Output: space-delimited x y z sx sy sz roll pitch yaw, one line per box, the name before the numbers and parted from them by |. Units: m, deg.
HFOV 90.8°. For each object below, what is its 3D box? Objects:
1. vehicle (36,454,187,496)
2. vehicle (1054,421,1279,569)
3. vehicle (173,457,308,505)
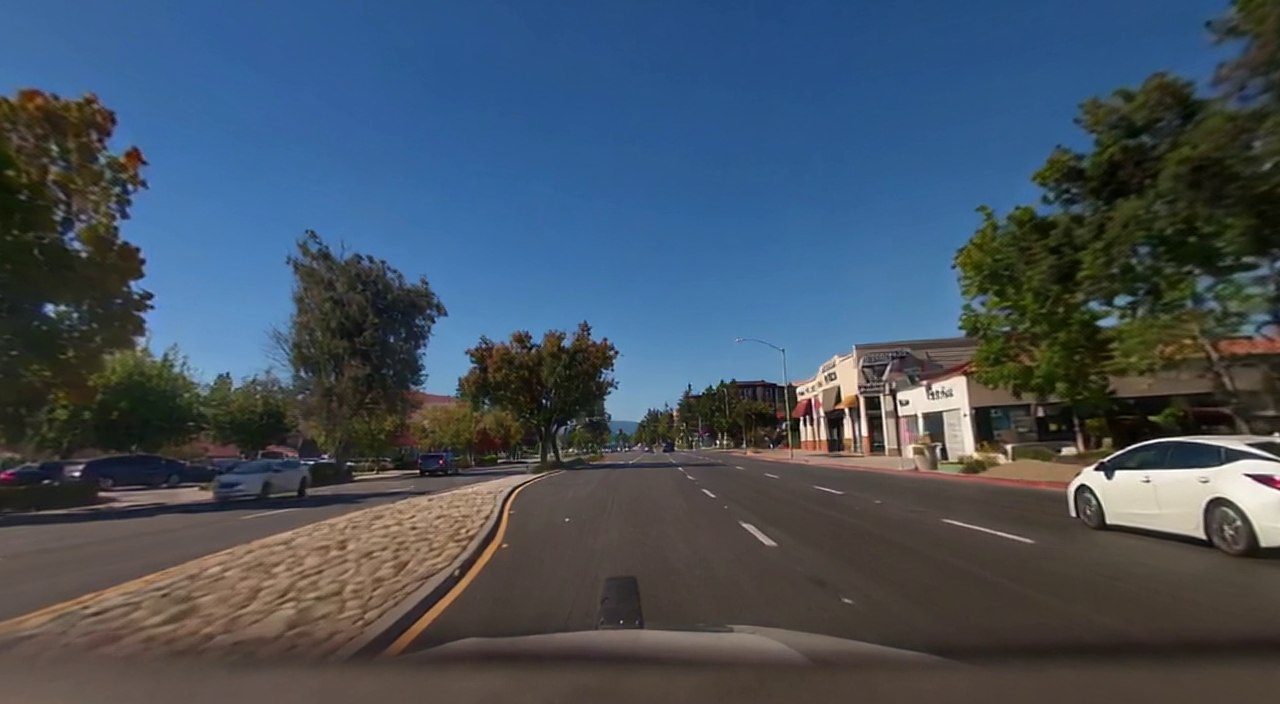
vehicle | -27.333 6.367 33.029 5.702 1.985 2.175 7 -12 -34
vehicle | 7.370 1.605 7.553 1.936 1.460 4.258 -1 -8 0
vehicle | -14.668 4.734 23.581 2.001 1.485 4.469 -1 -8 2
